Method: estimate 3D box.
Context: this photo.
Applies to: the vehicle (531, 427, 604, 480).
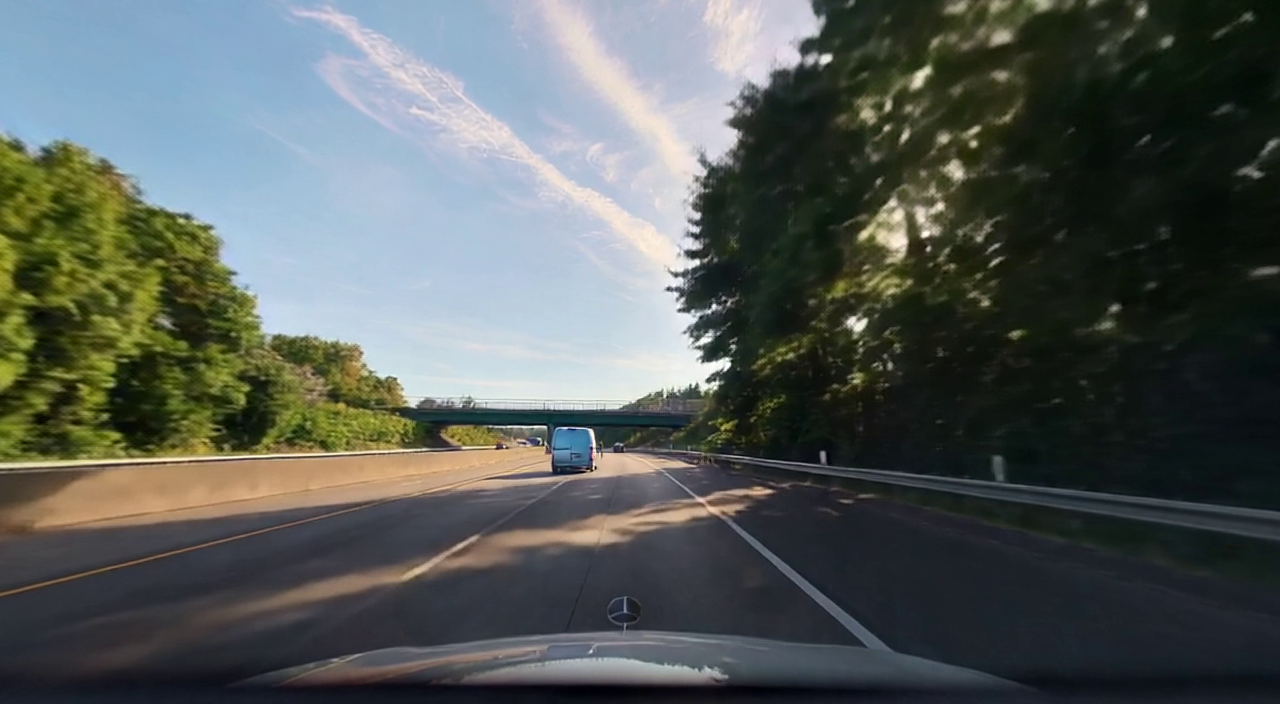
[{"bbox_3d":[-2.753,4.023,25.228,2.372,1.891,5.061,0,-8,0],"label":"vehicle"}]
